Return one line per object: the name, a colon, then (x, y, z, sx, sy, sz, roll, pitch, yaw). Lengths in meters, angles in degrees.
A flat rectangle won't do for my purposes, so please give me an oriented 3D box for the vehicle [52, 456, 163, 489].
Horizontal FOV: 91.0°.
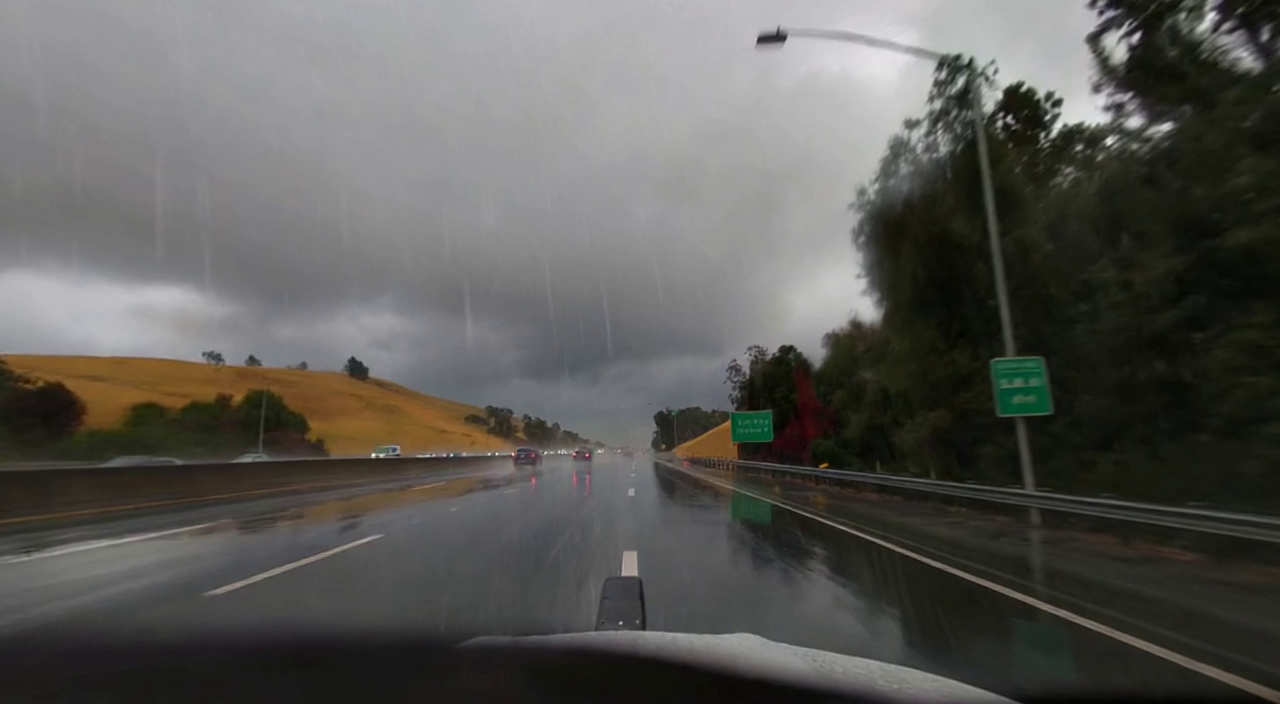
vehicle: (-26.600, 6.019, 31.656, 1.852, 1.481, 4.222, 0, -9, 0)
